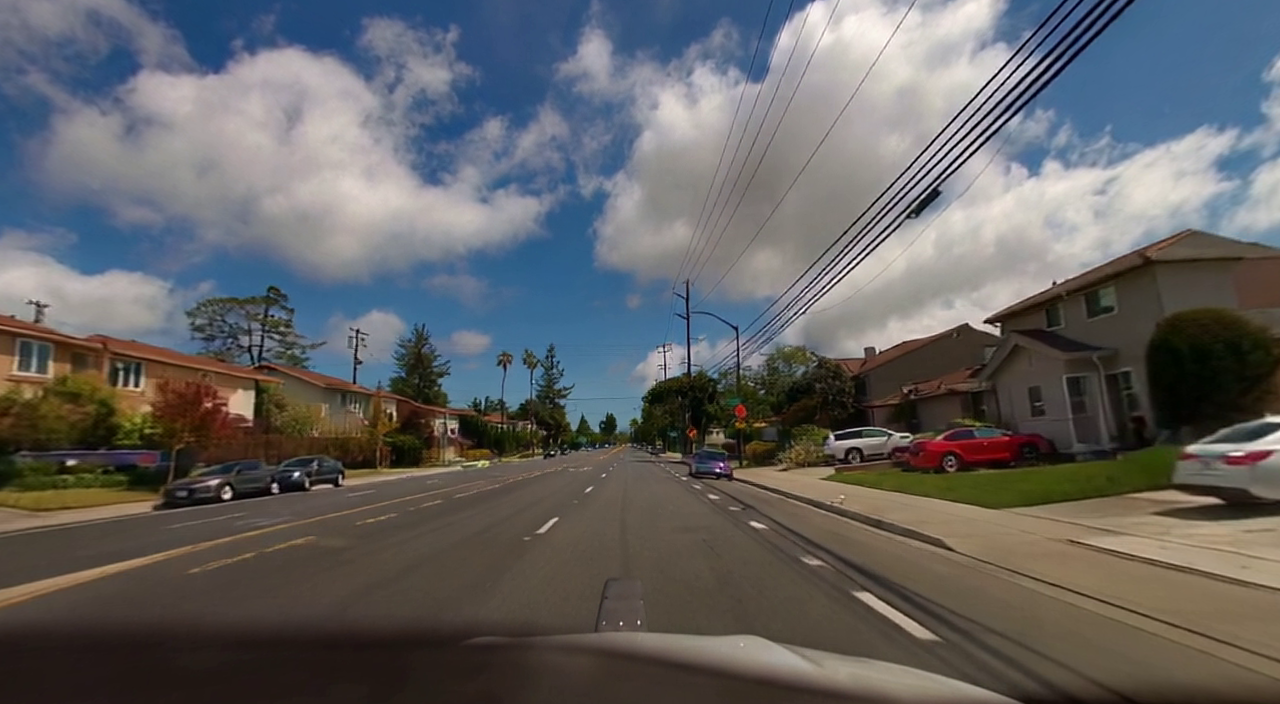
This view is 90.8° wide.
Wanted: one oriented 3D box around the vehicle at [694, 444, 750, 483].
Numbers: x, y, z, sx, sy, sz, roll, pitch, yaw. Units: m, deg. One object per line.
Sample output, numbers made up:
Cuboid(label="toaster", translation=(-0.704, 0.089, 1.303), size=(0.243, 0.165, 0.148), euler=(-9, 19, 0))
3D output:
Cuboid(label="vehicle", translation=(3.478, 4.824, 27.605), size=(1.855, 1.518, 4.707), euler=(0, -9, 1))

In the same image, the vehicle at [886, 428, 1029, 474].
Cuboid(label="vehicle", translation=(12.202, 3.856, 24.532), size=(4.429, 1.474, 1.887), euler=(-3, -10, 2))

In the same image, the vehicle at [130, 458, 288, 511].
Cuboid(label="vehicle", translation=(-14.066, 4.314, 21.052), size=(2.011, 1.480, 4.644), euler=(0, -9, 0))

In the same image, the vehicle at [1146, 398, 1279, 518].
Cuboid(label="vehicle", translation=(11.556, 1.636, 10.433), size=(4.415, 1.753, 2.098), euler=(-3, -10, 2))

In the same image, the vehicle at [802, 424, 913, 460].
Cuboid(label="vehicle", translation=(12.856, 5.364, 37.612), size=(5.713, 1.857, 2.285), euler=(-1, -9, -5))

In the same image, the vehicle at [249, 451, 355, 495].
Cuboid(label="vehicle", translation=(-13.962, 4.995, 26.445), size=(1.916, 1.632, 4.440), euler=(0, -9, 1))
